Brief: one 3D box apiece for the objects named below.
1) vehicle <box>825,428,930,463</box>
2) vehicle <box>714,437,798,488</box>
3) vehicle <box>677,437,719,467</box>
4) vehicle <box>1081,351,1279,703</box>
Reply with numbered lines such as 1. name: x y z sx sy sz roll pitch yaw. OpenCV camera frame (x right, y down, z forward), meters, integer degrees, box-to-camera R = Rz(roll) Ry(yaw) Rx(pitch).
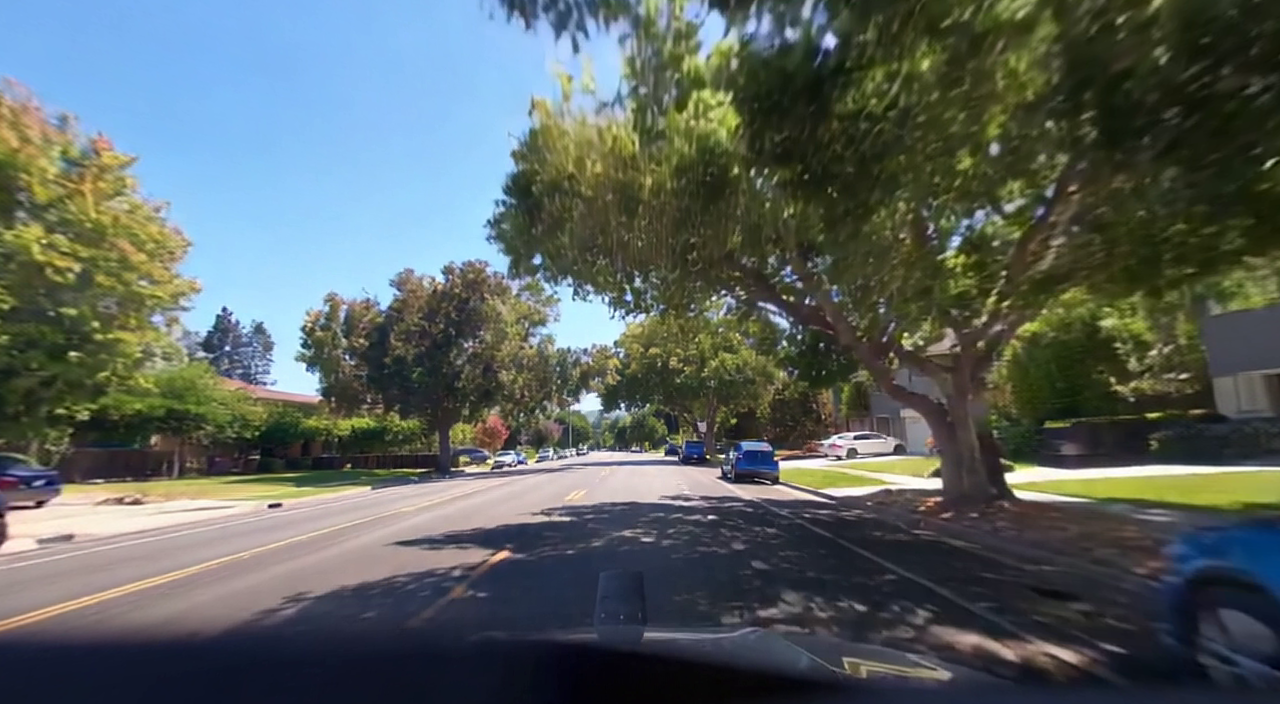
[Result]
1. vehicle: 12.206 4.847 32.680 4.660 1.749 1.893 0 -8 -2
2. vehicle: 4.137 4.020 23.365 2.173 1.656 4.514 0 -8 -1
3. vehicle: 3.989 7.019 44.613 2.319 1.938 5.961 1 -8 -1
4. vehicle: 4.040 0.750 1.743 2.139 1.827 4.791 0 -8 0
